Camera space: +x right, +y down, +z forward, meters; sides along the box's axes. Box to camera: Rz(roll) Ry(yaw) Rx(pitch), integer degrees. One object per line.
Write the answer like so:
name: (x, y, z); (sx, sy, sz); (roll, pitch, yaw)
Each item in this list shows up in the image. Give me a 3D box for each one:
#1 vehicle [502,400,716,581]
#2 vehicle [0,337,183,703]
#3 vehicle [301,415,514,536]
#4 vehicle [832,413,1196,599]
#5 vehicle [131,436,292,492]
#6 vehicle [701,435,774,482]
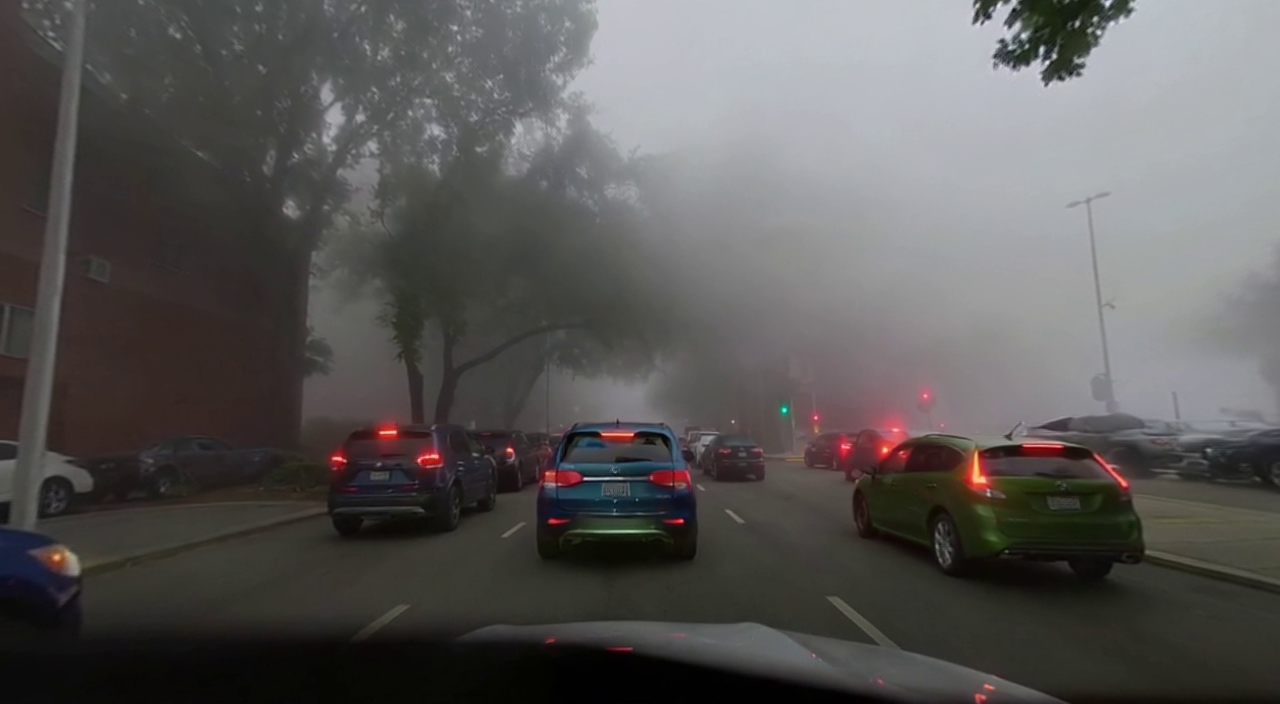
vehicle: (-0.243, 1.615, 8.085); (2.022, 1.700, 4.084); (0, -8, 1)
vehicle: (-3.455, 0.612, 1.036); (2.047, 1.710, 4.314); (0, -8, 1)
vehicle: (-3.744, 2.076, 11.132); (2.012, 1.701, 4.316); (0, -8, 1)
vehicle: (3.770, 1.592, 7.312); (1.847, 1.554, 3.885); (0, -8, 1)
vehicle: (-15.242, 3.987, 22.830); (1.972, 1.759, 5.347); (0, -8, 1)
vehicle: (3.330, 3.731, 22.232); (1.948, 1.475, 4.093); (0, -8, 0)
